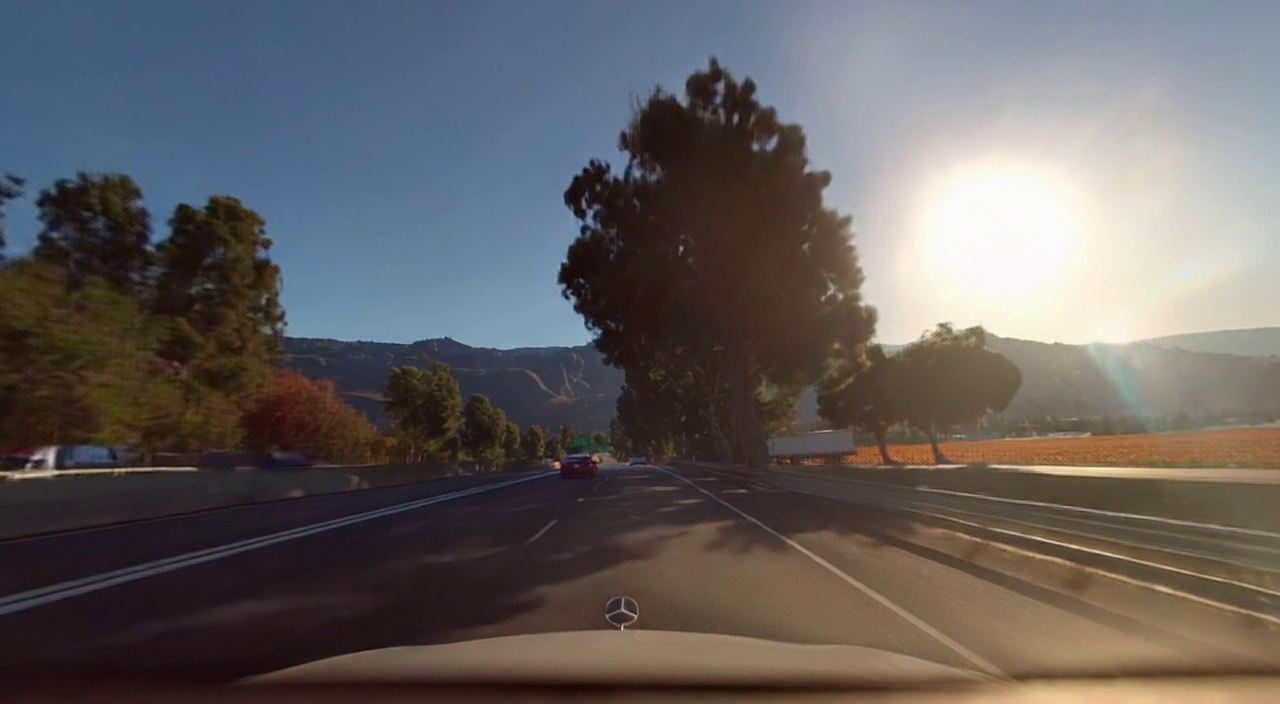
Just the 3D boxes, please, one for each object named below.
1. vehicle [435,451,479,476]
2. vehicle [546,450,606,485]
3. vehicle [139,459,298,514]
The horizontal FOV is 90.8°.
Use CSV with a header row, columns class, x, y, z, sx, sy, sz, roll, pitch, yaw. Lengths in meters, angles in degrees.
class,x,y,z,sx,sy,sz,roll,pitch,yaw
vehicle,-12.224,7.460,42.368,1.783,1.520,3.915,0,-9,-1
vehicle,-2.855,5.276,29.197,2.170,1.451,4.584,0,-9,2
vehicle,-12.506,3.977,19.117,1.940,1.397,4.170,0,-9,-1
